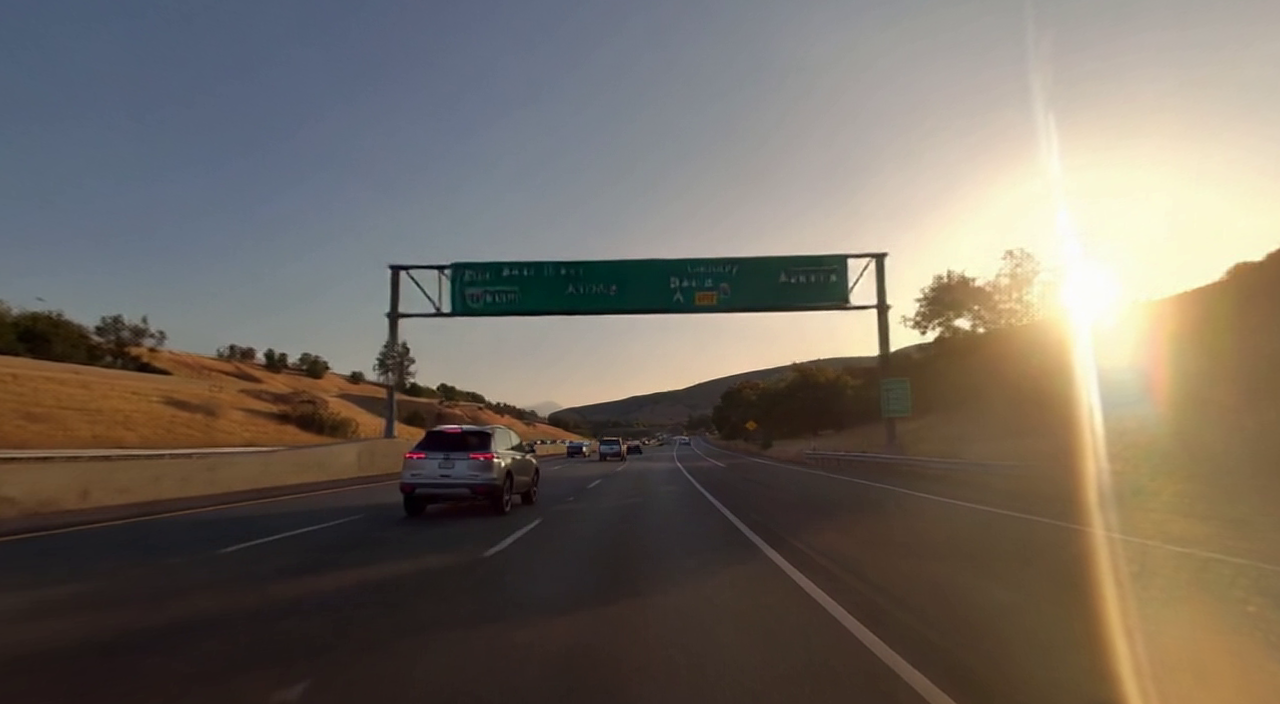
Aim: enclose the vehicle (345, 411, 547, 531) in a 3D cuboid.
[{"bbox_3d":[-3.387,2.217,12.264,2.218,1.848,4.789,0,-9,2],"label":"vehicle"}]
